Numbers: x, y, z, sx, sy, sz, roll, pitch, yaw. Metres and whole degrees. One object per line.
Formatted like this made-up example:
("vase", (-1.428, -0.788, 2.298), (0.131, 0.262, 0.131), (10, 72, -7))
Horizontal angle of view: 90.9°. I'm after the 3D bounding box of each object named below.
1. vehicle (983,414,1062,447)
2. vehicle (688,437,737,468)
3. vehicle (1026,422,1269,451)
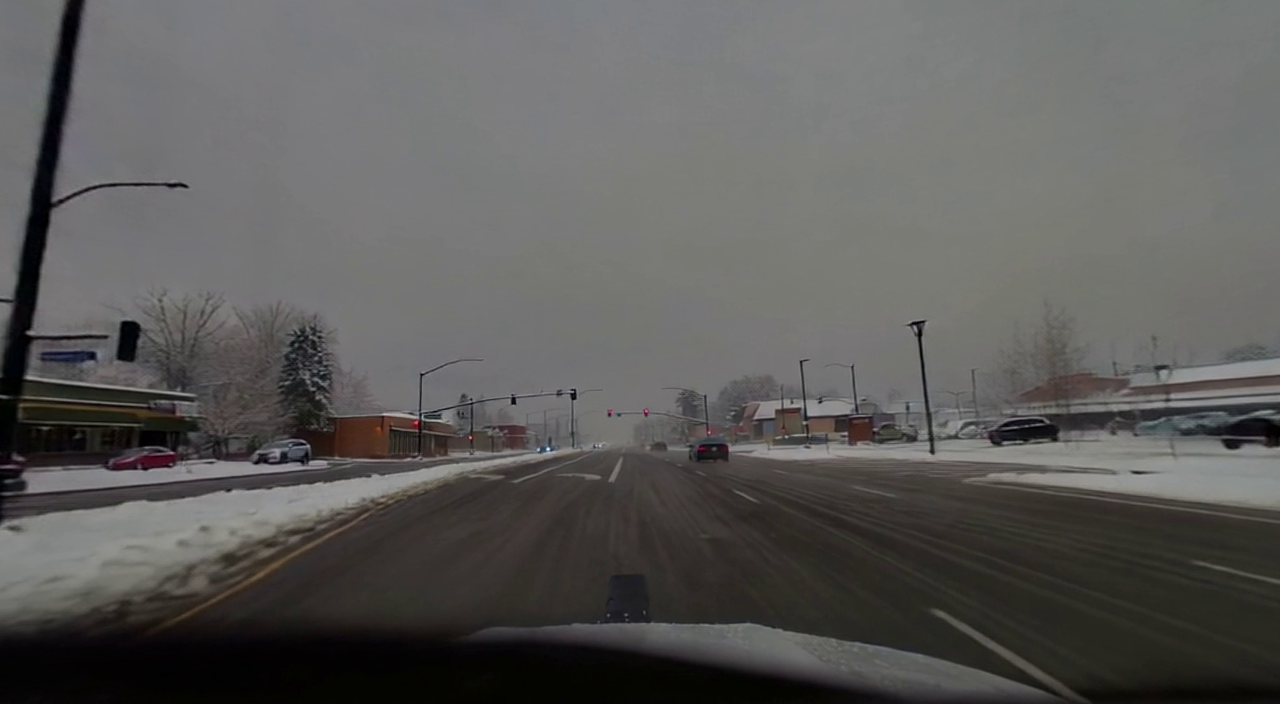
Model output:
("vehicle", (25.529, 5.347, 42.354), (2.340, 2.048, 6.148), (-2, -9, 10))
("vehicle", (3.834, 5.373, 33.924), (2.038, 1.528, 4.259), (0, -8, -1))
("vehicle", (26.143, 4.581, 33.659), (2.870, 1.165, 10.713), (-1, -8, -11))
